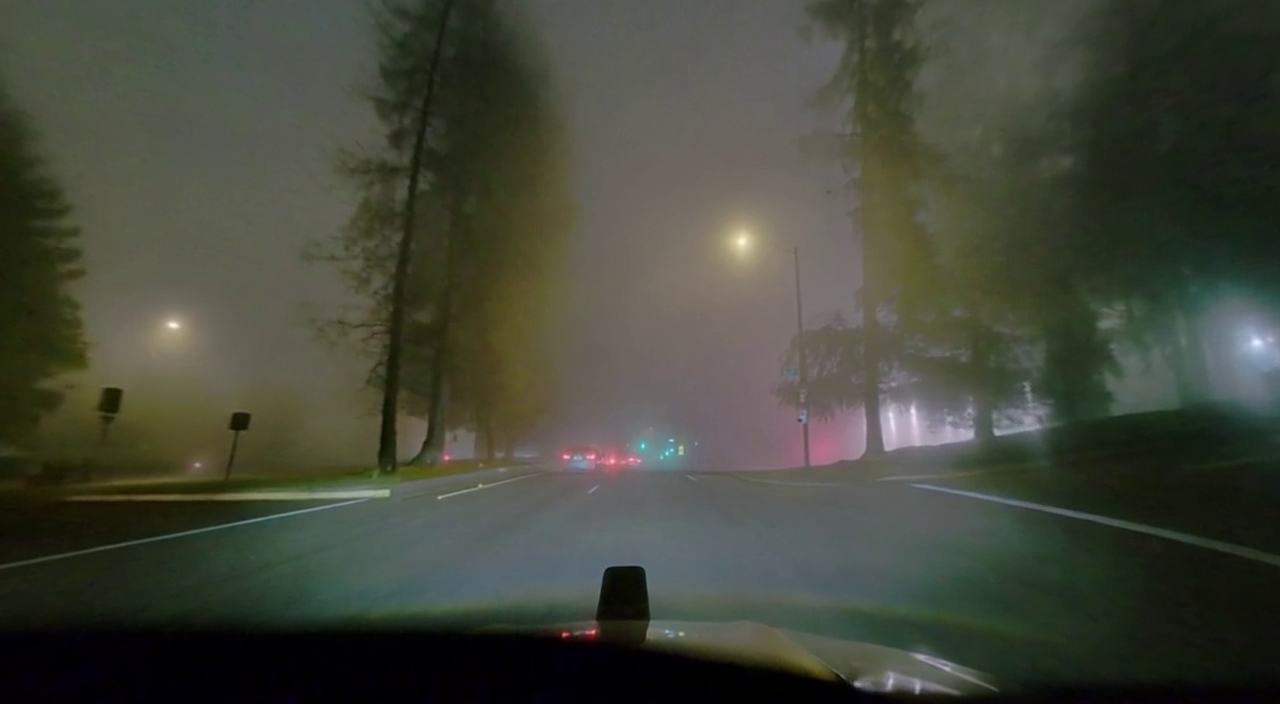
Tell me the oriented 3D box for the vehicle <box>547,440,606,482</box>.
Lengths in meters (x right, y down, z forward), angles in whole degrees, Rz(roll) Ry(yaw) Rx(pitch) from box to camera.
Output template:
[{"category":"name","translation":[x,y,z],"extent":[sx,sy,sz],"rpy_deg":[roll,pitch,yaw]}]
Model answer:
[{"category":"vehicle","translation":[-2.666,4.675,27.371],"extent":[2.016,1.694,4.335],"rpy_deg":[0,-8,1]}]
